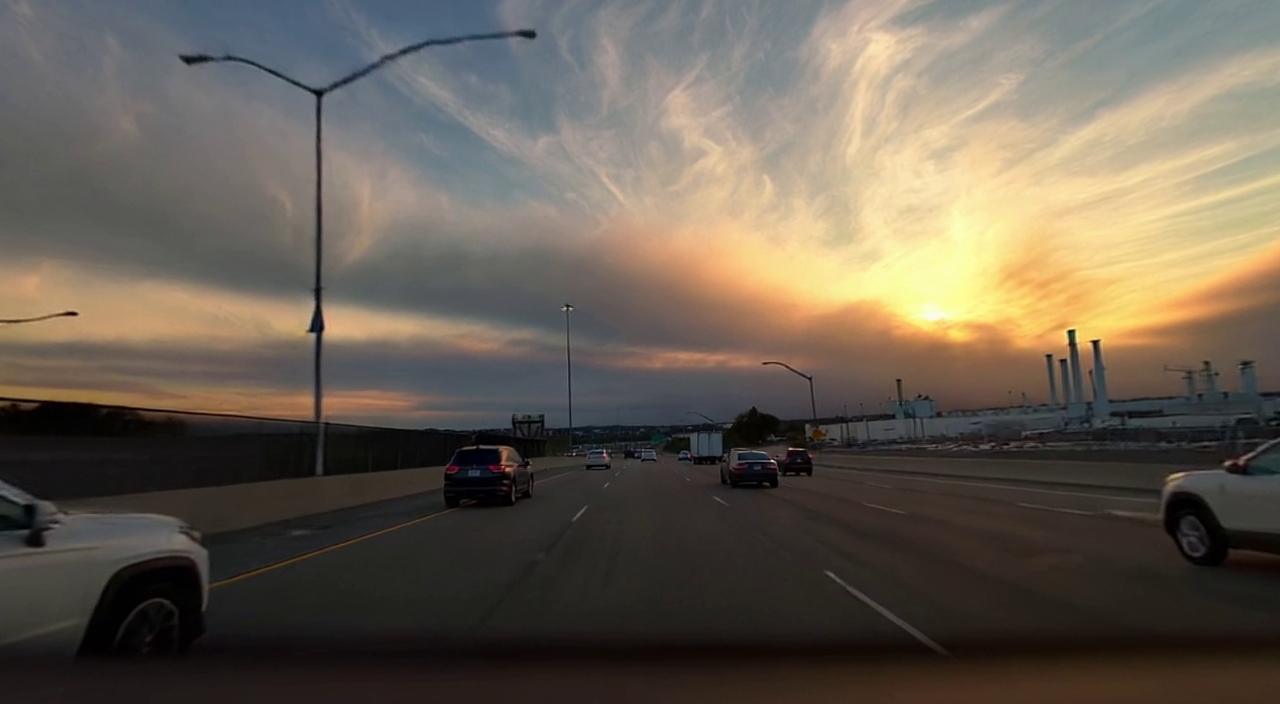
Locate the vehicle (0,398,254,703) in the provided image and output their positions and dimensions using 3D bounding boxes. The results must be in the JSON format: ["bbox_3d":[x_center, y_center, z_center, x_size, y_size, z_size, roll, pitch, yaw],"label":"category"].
[{"bbox_3d":[-3.780,0.881,1.942,2.067,1.555,4.851,0,-8,1],"label":"vehicle"}]

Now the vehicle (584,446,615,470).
[{"bbox_3d":[-3.166,8.339,49.952,2.108,1.748,4.514,-1,-8,1],"label":"vehicle"}]

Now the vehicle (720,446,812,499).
[{"bbox_3d":[3.830,3.736,19.999,1.942,1.453,4.329,0,-8,-1],"label":"vehicle"}]

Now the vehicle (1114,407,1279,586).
[{"bbox_3d":[7.368,1.349,5.747,2.145,1.743,5.058,0,-8,0],"label":"vehicle"}]

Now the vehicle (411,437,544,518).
[{"bbox_3d":[-3.713,2.931,15.284,2.036,1.669,4.112,-1,-8,1],"label":"vehicle"}]
